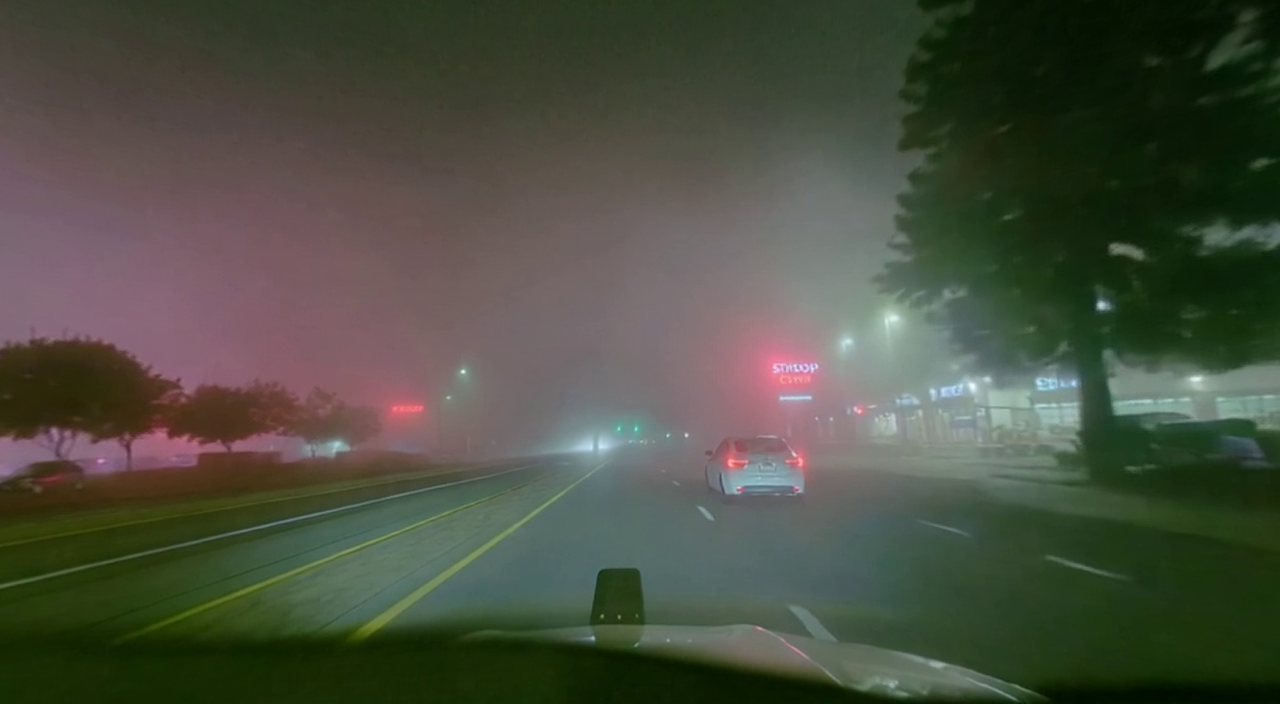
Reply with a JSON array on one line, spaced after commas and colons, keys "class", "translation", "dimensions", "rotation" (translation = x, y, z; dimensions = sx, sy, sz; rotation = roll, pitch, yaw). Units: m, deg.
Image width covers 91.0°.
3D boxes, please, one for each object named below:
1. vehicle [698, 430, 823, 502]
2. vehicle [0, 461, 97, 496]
[{"class": "vehicle", "translation": [2.718, 2.702, 15.344], "dimensions": [2.015, 1.479, 4.444], "rotation": [0, -8, -2]}, {"class": "vehicle", "translation": [-27.513, 5.679, 28.314], "dimensions": [4.294, 1.417, 1.802], "rotation": [5, -10, -30]}]
